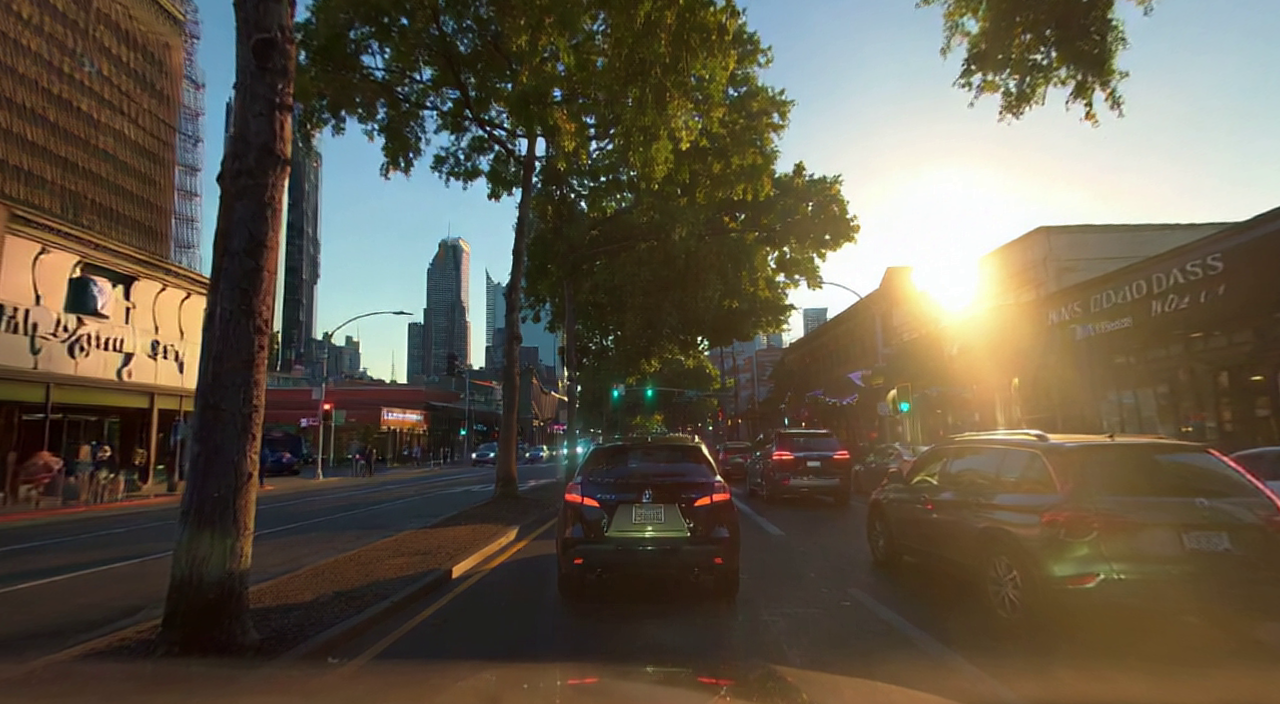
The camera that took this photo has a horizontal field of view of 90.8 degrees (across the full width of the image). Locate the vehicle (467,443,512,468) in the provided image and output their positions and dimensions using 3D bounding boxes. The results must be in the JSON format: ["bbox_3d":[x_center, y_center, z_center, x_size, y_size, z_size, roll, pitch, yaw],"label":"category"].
[{"bbox_3d":[-11.086,7.675,46.924,2.042,1.749,4.629,-1,-9,2],"label":"vehicle"}]

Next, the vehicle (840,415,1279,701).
[{"bbox_3d":[3.396,1.395,5.467,1.988,1.480,4.195,0,-9,1],"label":"vehicle"}]

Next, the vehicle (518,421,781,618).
[{"bbox_3d":[0.060,1.557,6.691,2.006,1.487,3.535,0,-9,0],"label":"vehicle"}]
